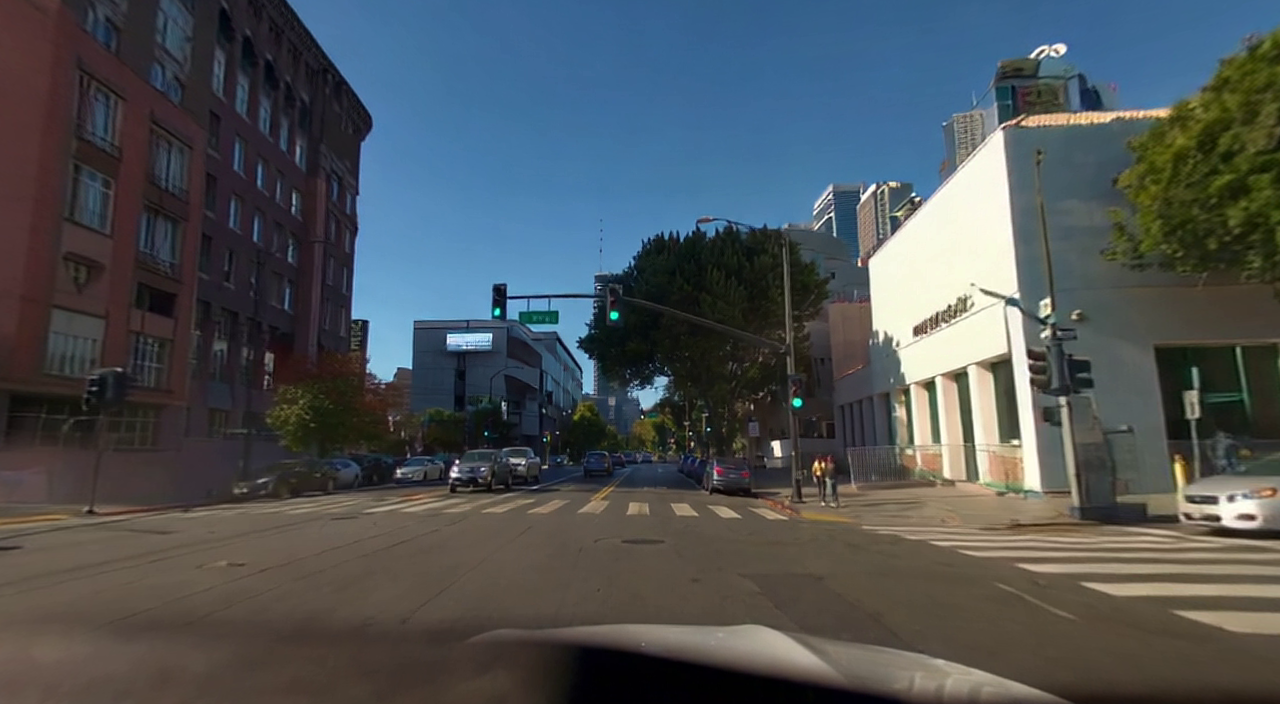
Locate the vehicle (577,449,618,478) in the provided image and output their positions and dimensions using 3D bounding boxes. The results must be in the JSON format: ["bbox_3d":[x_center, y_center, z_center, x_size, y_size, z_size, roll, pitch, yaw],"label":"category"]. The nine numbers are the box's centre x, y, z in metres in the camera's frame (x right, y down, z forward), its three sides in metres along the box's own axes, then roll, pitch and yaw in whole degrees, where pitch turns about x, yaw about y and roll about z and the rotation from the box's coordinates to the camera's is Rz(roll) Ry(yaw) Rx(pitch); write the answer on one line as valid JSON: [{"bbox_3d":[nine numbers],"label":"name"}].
[{"bbox_3d":[-2.335,6.263,35.621,1.973,1.496,3.713,0,-8,1],"label":"vehicle"}]

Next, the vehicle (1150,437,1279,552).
[{"bbox_3d":[11.363,2.247,10.290,4.288,1.689,1.909,0,-8,3],"label":"vehicle"}]

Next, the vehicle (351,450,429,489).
[{"bbox_3d":[-11.724,5.505,29.884,1.933,1.628,3.973,0,-8,2],"label":"vehicle"}]

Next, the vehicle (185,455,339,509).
[{"bbox_3d":[-12.249,4.207,20.892,1.934,1.434,4.636,-1,-8,5],"label":"vehicle"}]

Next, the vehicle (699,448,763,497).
[{"bbox_3d":[3.629,4.869,25.812,1.924,1.765,3.954,0,-8,-1],"label":"vehicle"}]

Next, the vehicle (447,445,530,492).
[{"bbox_3d":[-5.576,4.328,23.801,1.942,1.559,4.298,0,-8,2],"label":"vehicle"}]
